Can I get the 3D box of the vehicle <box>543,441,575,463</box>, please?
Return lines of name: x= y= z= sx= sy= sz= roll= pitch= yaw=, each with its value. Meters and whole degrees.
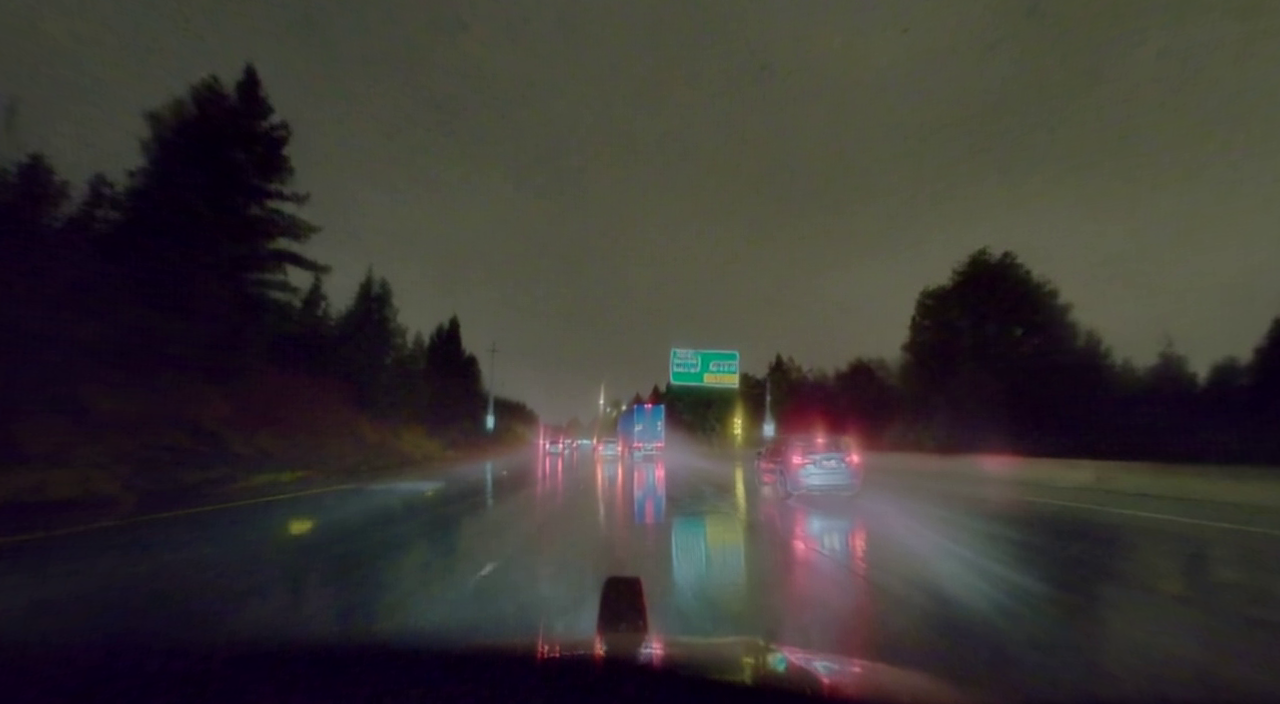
vehicle: x=-5.738 y=7.124 z=45.053 sx=2.072 sy=1.512 sz=4.043 roll=0 pitch=-9 yaw=-4

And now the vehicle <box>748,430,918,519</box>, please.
vehicle: x=3.664 y=2.406 z=12.914 sx=1.971 sy=1.472 sz=4.301 roll=0 pitch=-9 yaw=-2

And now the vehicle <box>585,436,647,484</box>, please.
vehicle: x=-0.874 y=3.861 z=22.779 sx=2.020 sy=1.516 sz=3.951 roll=0 pitch=-9 yaw=-2
